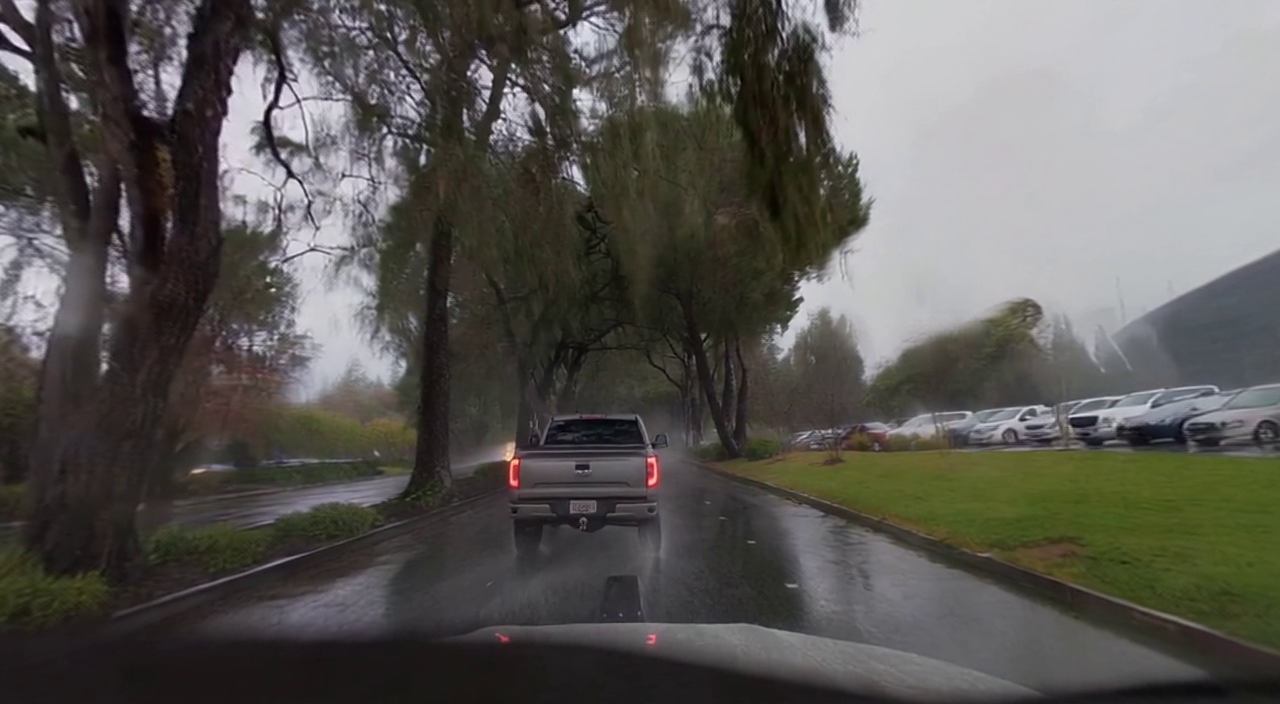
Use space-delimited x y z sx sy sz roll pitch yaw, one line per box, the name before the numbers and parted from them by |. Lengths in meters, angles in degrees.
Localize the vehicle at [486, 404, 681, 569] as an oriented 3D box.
vehicle | -0.585 1.867 9.597 2.157 1.816 5.039 0 -9 1
